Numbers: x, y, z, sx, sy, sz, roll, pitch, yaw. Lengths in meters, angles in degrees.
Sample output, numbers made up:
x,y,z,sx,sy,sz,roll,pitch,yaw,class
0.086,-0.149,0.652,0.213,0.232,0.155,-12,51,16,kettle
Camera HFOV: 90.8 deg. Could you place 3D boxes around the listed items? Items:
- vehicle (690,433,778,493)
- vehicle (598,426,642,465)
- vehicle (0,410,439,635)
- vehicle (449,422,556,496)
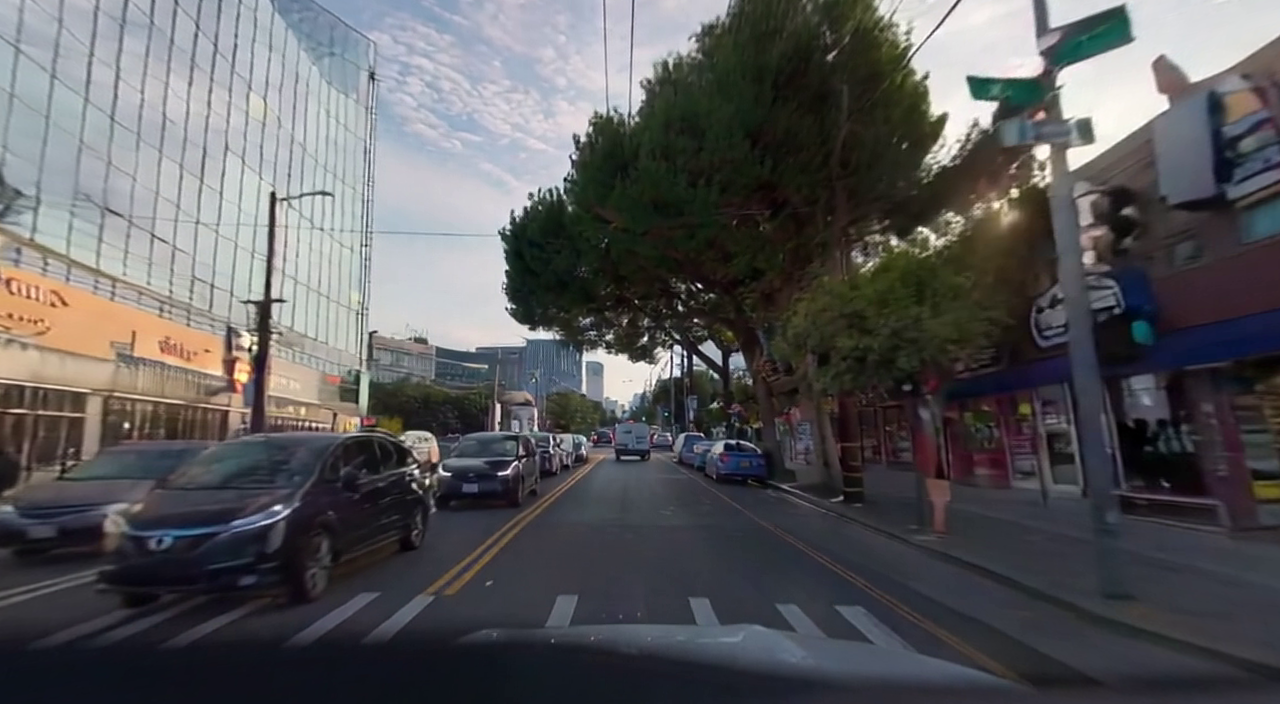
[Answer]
x,y,z,sx,sy,sz,roll,pitch,yaw,class
2.754,3.365,19.544,1.934,1.633,4.271,0,-8,-2,vehicle
-1.055,4.939,33.295,2.127,1.893,4.194,0,-8,-2,vehicle
-3.992,1.513,6.605,1.990,1.568,3.885,-2,-9,10,vehicle
-3.553,2.853,17.178,1.983,1.727,4.294,0,-8,-1,vehicle
